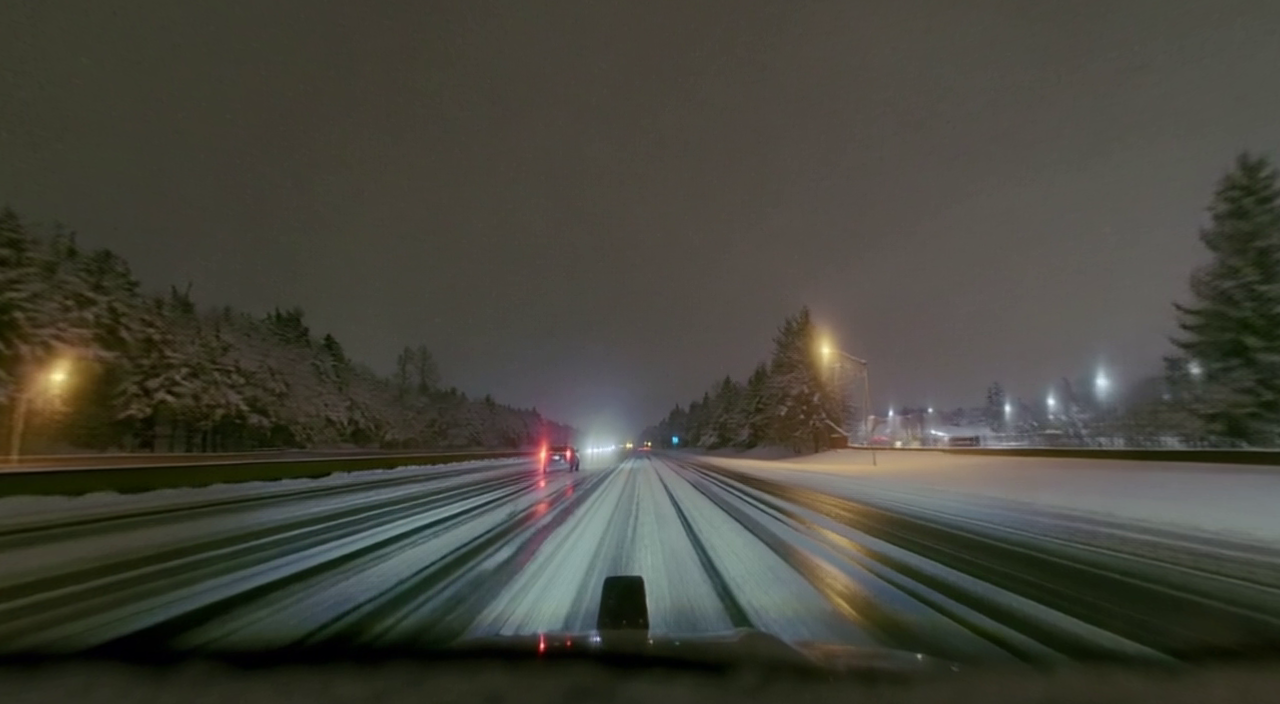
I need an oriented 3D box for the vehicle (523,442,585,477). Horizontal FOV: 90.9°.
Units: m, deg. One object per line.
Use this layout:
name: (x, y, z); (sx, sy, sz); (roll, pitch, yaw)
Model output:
vehicle: (-3.754, 4.755, 28.221); (2.128, 1.450, 4.078); (0, -8, 1)
